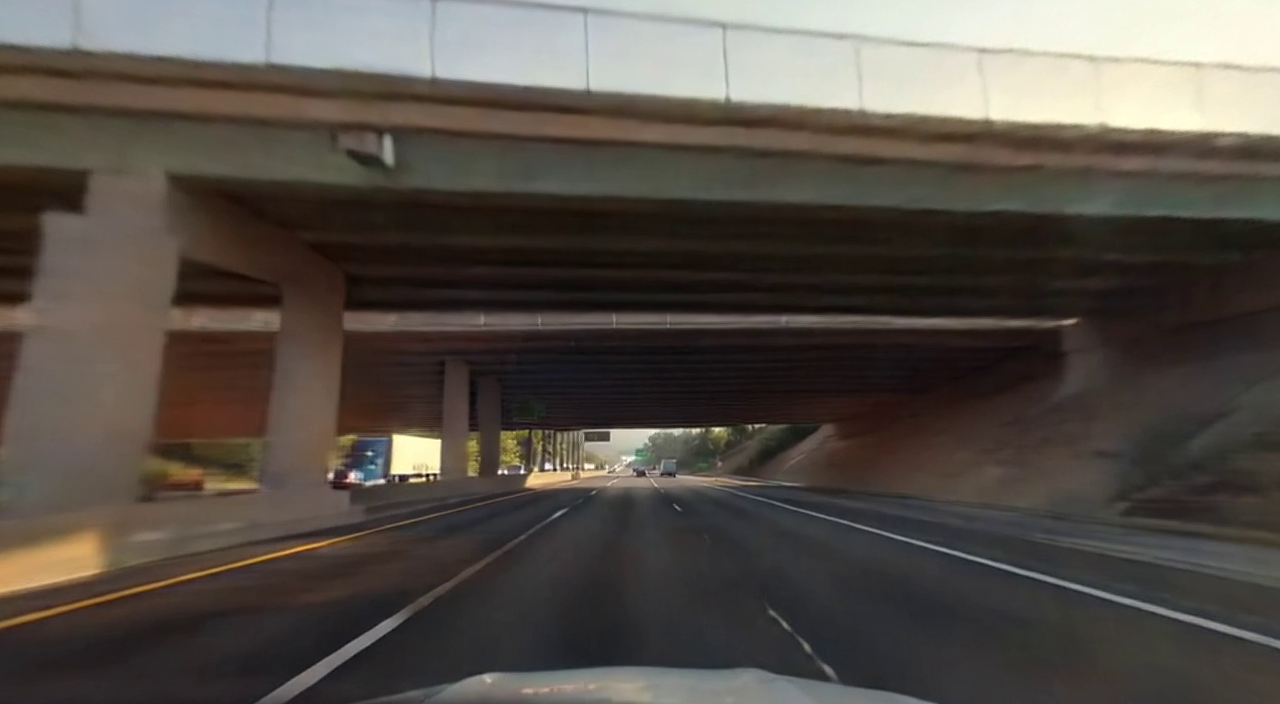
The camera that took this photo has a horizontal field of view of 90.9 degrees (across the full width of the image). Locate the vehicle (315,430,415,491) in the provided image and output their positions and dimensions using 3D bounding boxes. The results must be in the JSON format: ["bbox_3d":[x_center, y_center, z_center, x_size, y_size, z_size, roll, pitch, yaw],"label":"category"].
[{"bbox_3d":[-20.566,8.307,48.007,2.936,4.096,9.901,1,-10,0],"label":"vehicle"}]
